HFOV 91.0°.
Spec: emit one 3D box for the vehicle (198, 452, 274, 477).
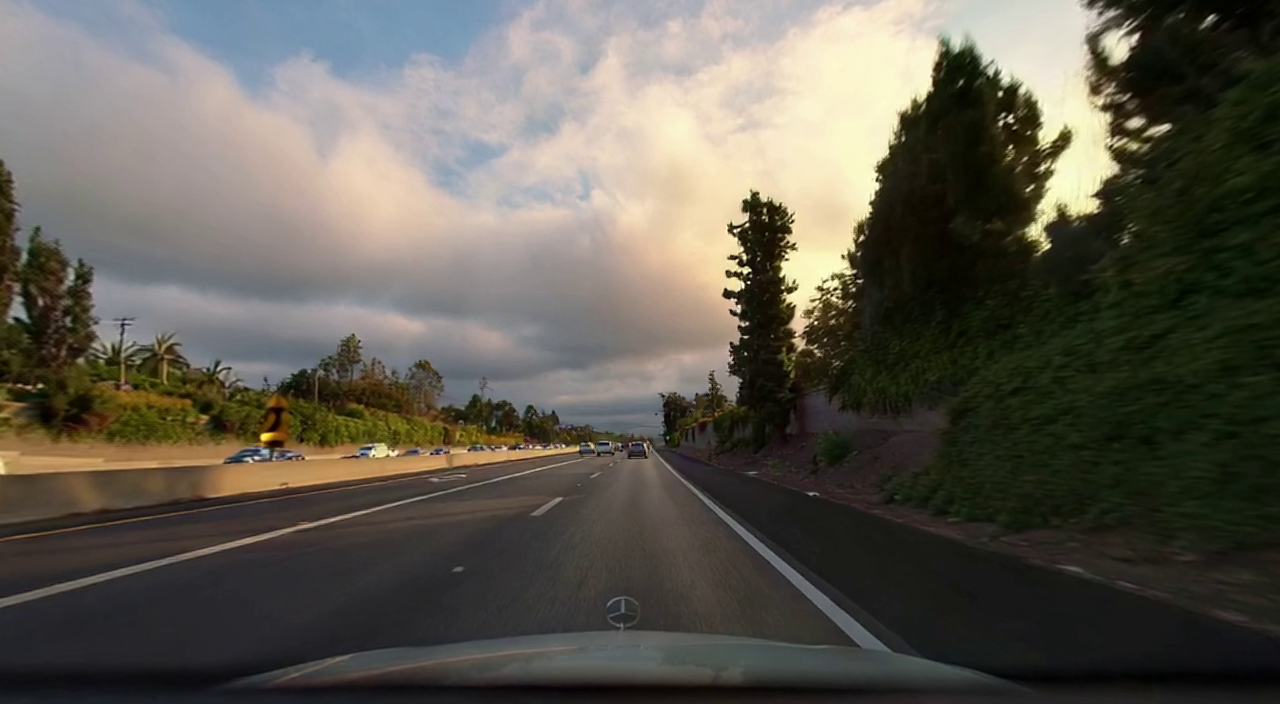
[{"bbox_3d":[-26.032,7.243,40.807,1.860,1.536,4.560,0,-9,0],"label":"vehicle"}]
